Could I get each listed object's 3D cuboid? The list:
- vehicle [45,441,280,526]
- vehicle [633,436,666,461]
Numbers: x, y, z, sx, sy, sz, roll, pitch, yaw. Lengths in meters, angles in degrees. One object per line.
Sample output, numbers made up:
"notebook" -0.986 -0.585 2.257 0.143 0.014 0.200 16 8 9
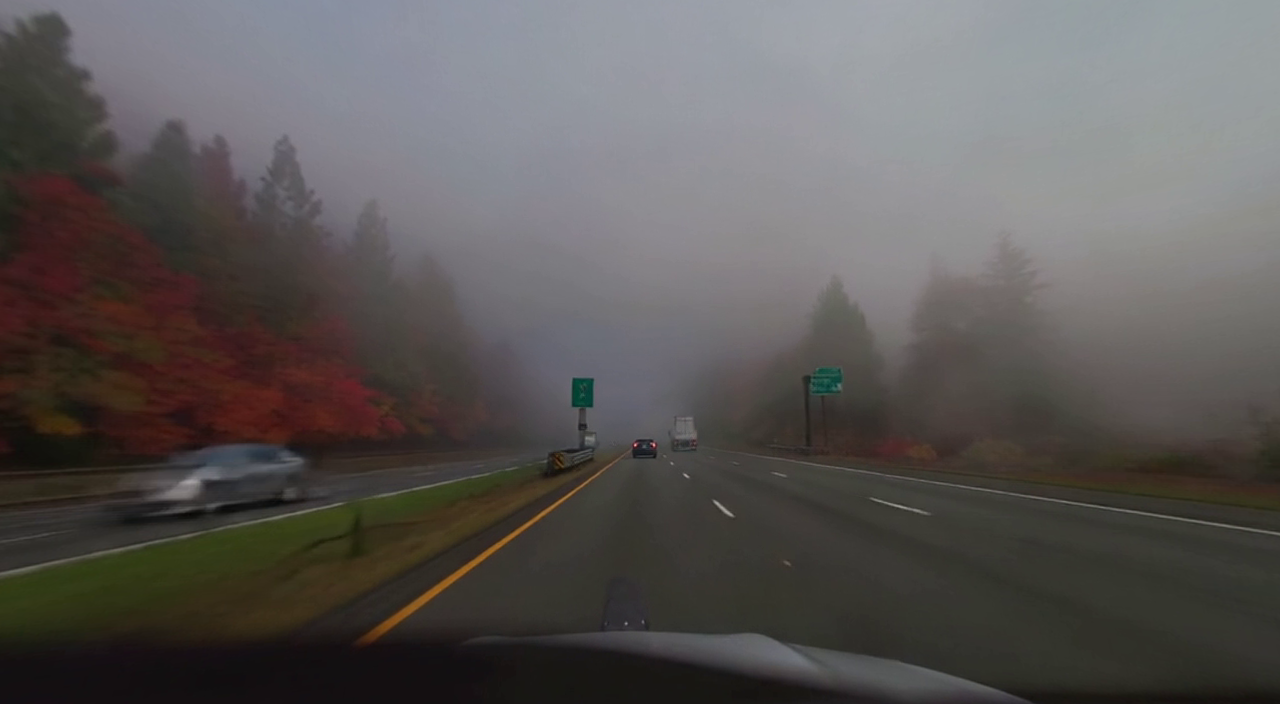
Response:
"vehicle" -9.779 2.658 13.382 1.887 1.520 3.936 0 -8 0
"vehicle" 0.600 5.948 38.853 1.924 1.498 3.817 0 -8 2
